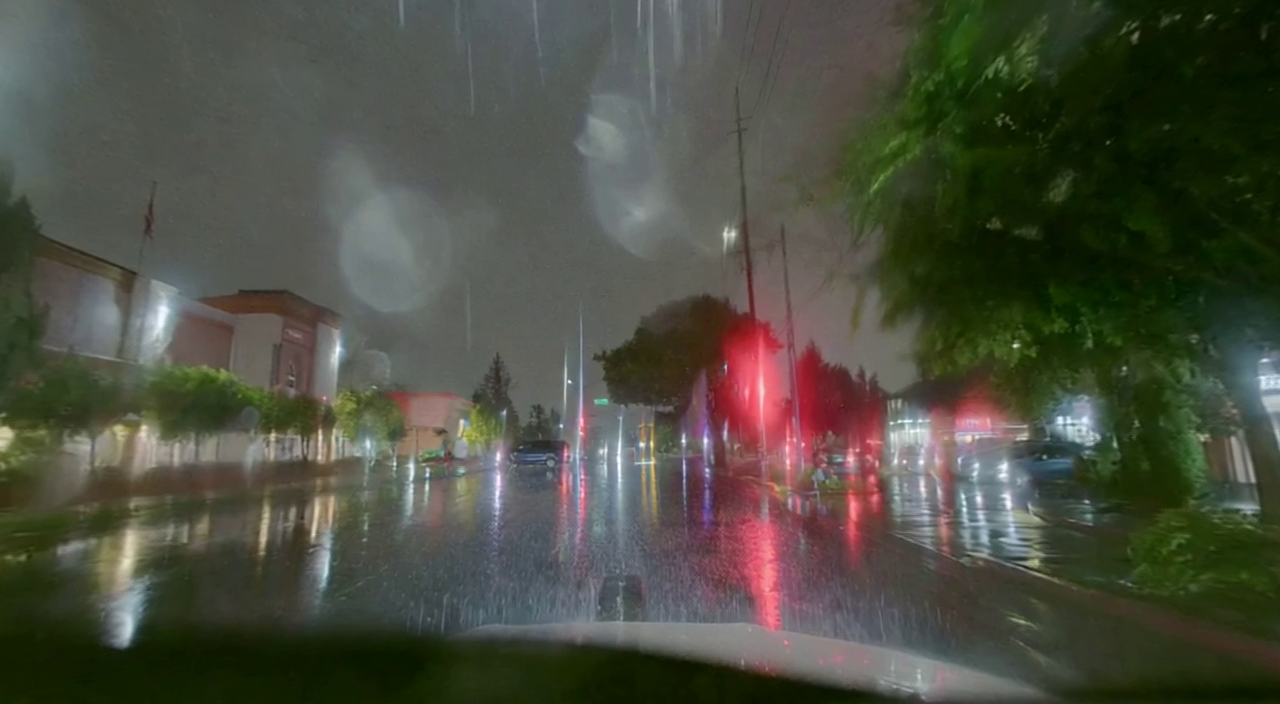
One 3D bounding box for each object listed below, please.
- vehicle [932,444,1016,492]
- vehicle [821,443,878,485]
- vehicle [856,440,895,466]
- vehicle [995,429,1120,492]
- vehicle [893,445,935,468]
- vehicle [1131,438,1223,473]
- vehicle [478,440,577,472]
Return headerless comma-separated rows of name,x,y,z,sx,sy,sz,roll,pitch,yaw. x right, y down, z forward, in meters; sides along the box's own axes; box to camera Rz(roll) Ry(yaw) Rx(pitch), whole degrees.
vehicle,12.303,4.233,23.584,2.031,1.592,4.470,-3,-9,19
vehicle,8.165,4.330,24.848,1.867,1.479,4.452,-2,-9,16
vehicle,15.663,6.726,42.182,1.921,1.657,4.400,-2,-9,15
vehicle,14.540,3.800,22.470,2.265,1.919,5.745,-4,-9,19
vehicle,18.043,6.871,41.713,1.936,1.391,3.874,-2,-9,15
vehicle,31.533,6.072,37.321,2.056,1.878,5.238,-2,-9,16
vehicle,-5.410,5.034,30.745,4.376,1.476,1.791,-1,-8,5
